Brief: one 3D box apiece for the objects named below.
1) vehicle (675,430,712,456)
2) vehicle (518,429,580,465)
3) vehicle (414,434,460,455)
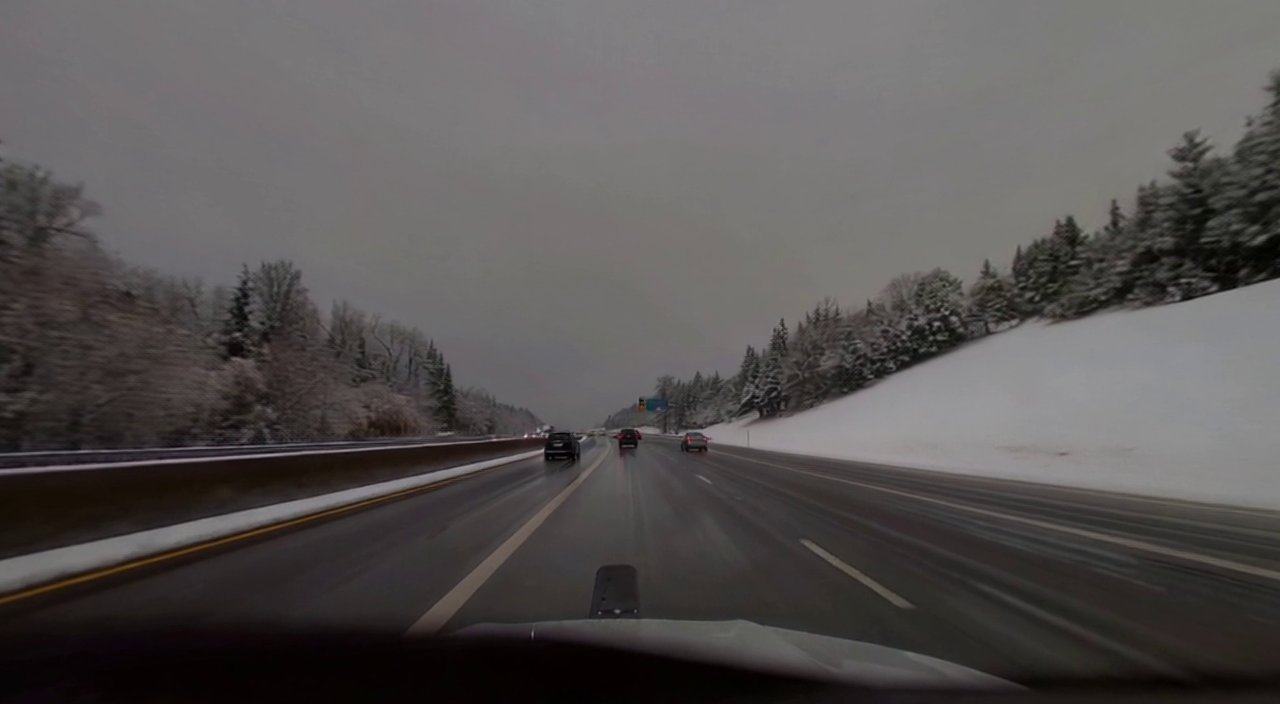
[{"bbox_3d":[3.258,5.603,38.934,1.806,1.469,3.681,0,-8,-2],"label":"vehicle"},{"bbox_3d":[-4.024,4.257,28.529,2.204,1.486,4.121,0,-8,0],"label":"vehicle"},{"bbox_3d":[-15.324,6.964,47.774,2.044,1.532,4.528,0,-8,0],"label":"vehicle"}]
